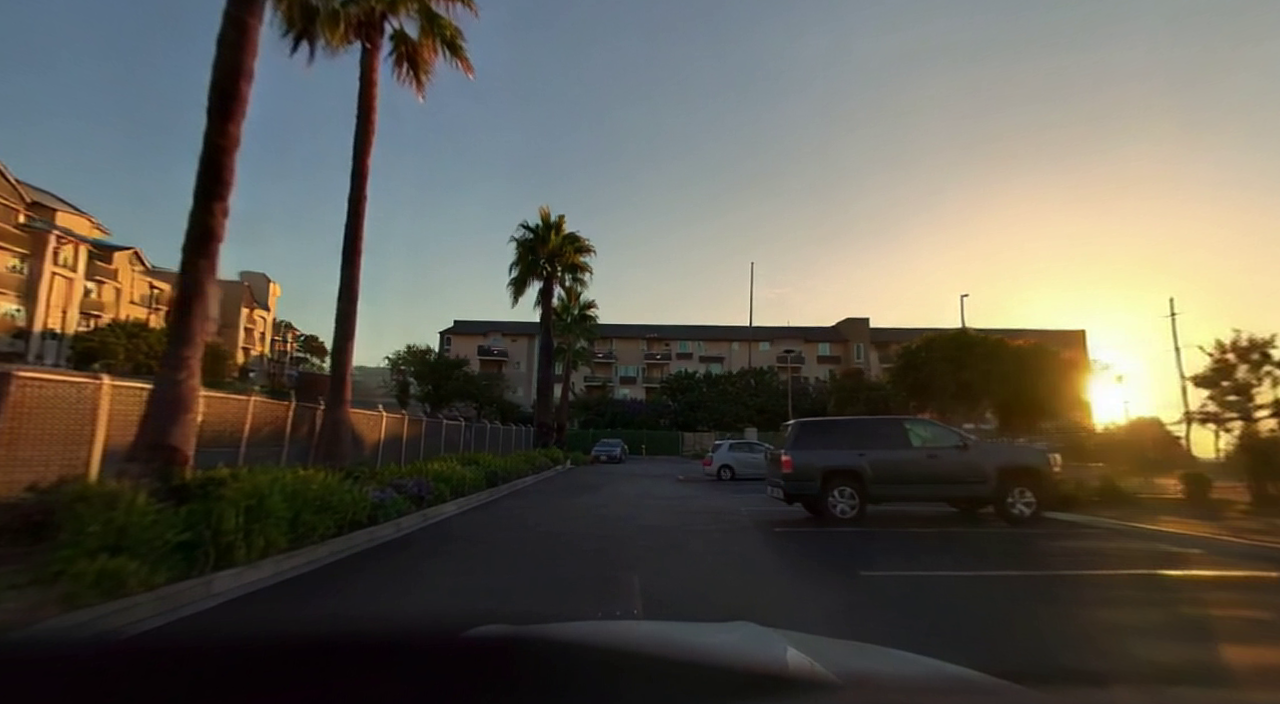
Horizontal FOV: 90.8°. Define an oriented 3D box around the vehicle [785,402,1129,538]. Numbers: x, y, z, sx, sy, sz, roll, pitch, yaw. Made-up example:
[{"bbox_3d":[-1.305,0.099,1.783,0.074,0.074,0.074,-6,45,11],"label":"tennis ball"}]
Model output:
[{"bbox_3d":[4.921,1.886,10.356,4.609,1.734,1.909,3,-8,1],"label":"vehicle"}]
